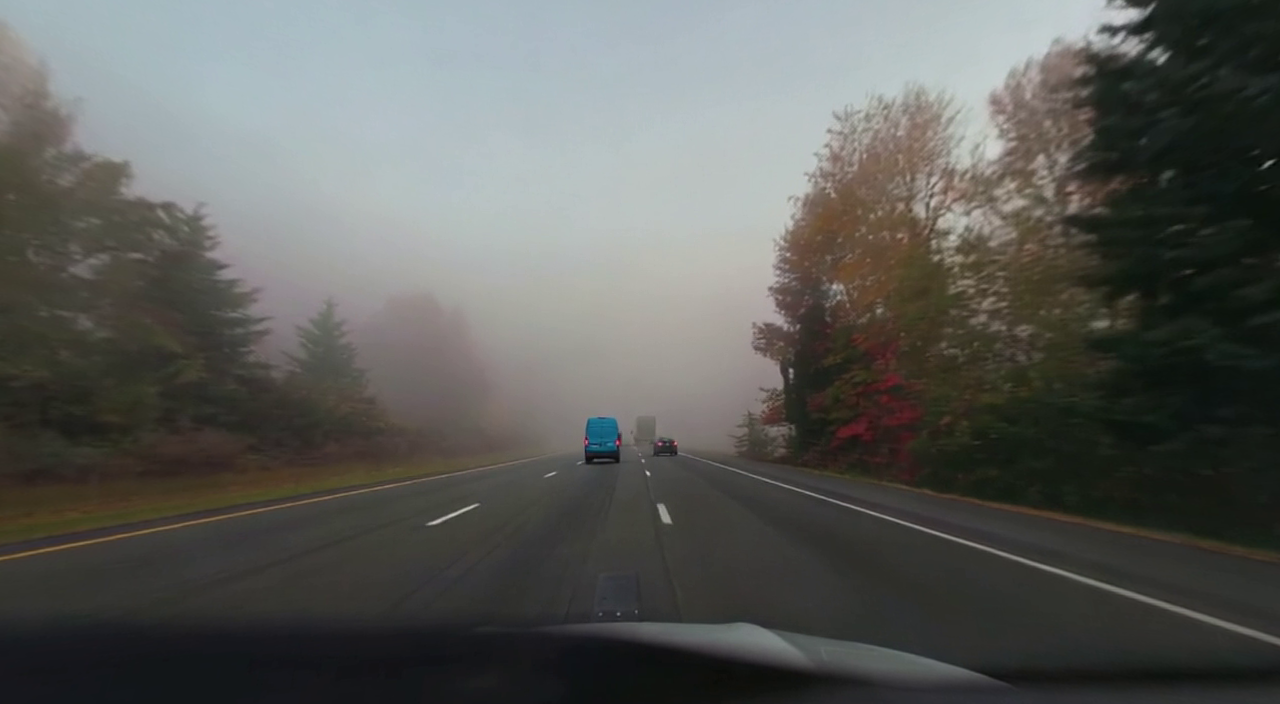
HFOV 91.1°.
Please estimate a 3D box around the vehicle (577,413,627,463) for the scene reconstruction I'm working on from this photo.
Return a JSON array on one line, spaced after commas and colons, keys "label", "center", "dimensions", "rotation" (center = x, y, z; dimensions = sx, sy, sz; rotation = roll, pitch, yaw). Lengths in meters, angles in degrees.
[{"label": "vehicle", "center": [-2.057, 4.884, 35.788], "dimensions": [2.389, 2.637, 5.437], "rotation": [0, -8, 1]}]
